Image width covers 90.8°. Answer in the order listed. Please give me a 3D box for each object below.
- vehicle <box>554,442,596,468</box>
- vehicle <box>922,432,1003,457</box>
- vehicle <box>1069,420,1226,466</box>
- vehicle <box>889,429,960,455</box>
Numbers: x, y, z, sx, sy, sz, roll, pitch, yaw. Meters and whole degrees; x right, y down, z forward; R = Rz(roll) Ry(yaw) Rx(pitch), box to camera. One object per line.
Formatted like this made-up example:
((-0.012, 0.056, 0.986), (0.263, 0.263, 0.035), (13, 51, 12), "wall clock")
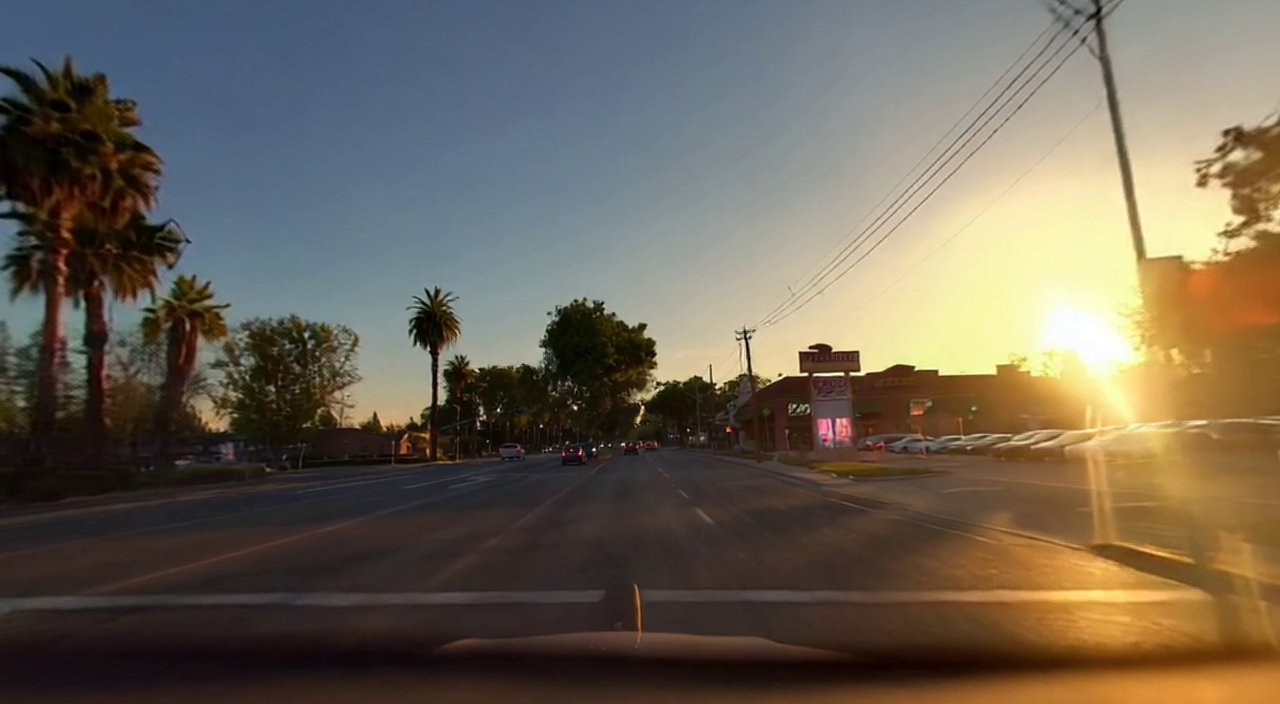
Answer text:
((-3.897, 6.277, 38.740), (2.181, 1.483, 4.123), (0, -9, -1), "vehicle")
((21.101, 6.083, 41.428), (4.505, 1.584, 2.015), (-5, -10, 27), "vehicle")
((20.599, 3.759, 25.919), (4.548, 1.741, 1.971), (-4, -10, 25), "vehicle")
((21.366, 6.815, 47.450), (4.600, 1.677, 1.980), (-7, -11, 25), "vehicle")
